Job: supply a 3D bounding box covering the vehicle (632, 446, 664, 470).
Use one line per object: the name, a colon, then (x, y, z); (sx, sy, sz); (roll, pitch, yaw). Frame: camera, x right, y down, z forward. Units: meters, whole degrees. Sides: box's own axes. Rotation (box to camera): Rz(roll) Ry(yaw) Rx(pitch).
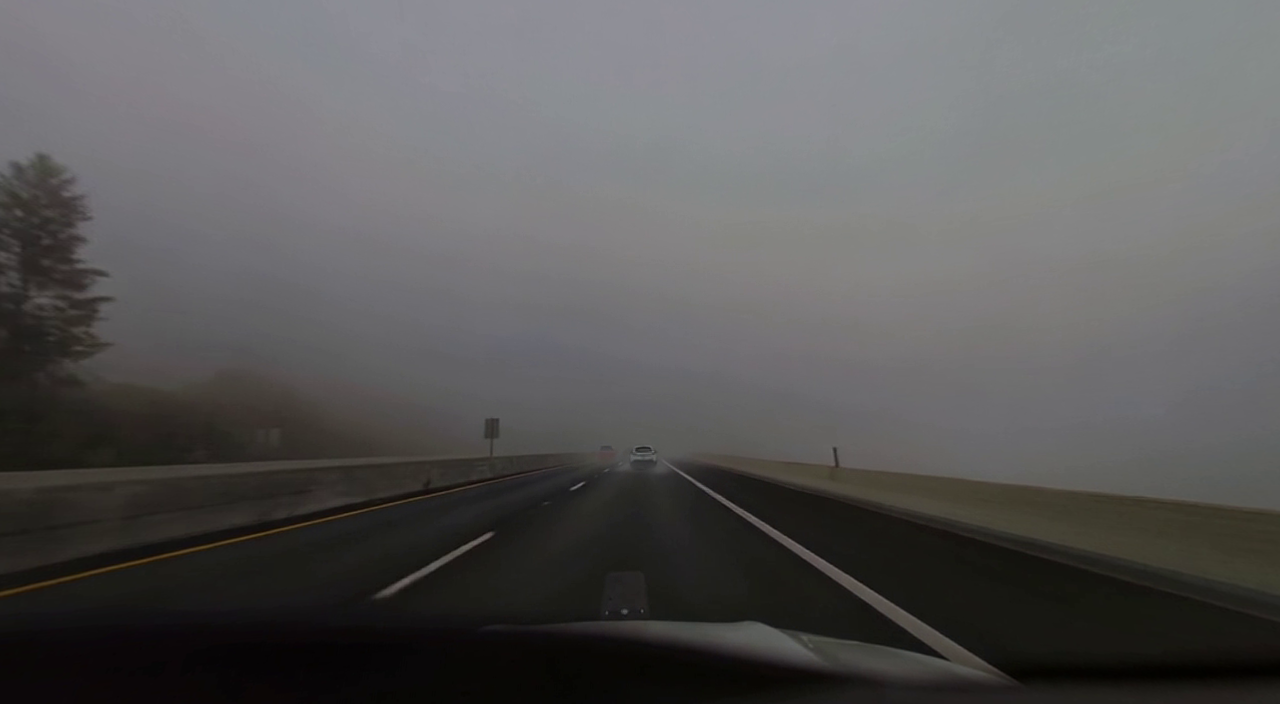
vehicle: (0.507, 6.857, 40.844); (1.934, 1.488, 3.832); (0, -9, 1)
